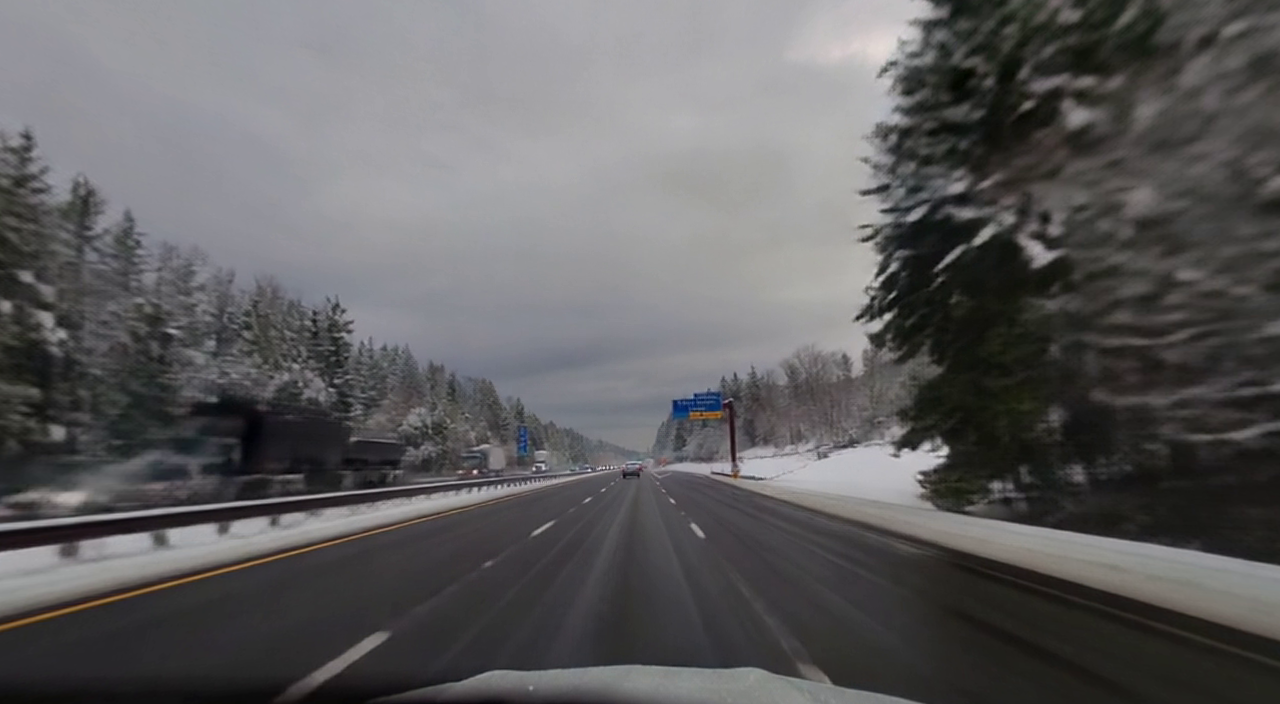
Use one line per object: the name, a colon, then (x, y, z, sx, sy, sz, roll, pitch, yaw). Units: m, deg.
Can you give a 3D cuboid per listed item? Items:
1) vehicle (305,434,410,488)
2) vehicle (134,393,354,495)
vehicle: (-17.166, 6.767, 38.967, 2.842, 2.917, 7.530, 0, -10, 1)
vehicle: (-17.221, 4.405, 28.935, 3.017, 3.740, 10.738, 1, -10, 0)
